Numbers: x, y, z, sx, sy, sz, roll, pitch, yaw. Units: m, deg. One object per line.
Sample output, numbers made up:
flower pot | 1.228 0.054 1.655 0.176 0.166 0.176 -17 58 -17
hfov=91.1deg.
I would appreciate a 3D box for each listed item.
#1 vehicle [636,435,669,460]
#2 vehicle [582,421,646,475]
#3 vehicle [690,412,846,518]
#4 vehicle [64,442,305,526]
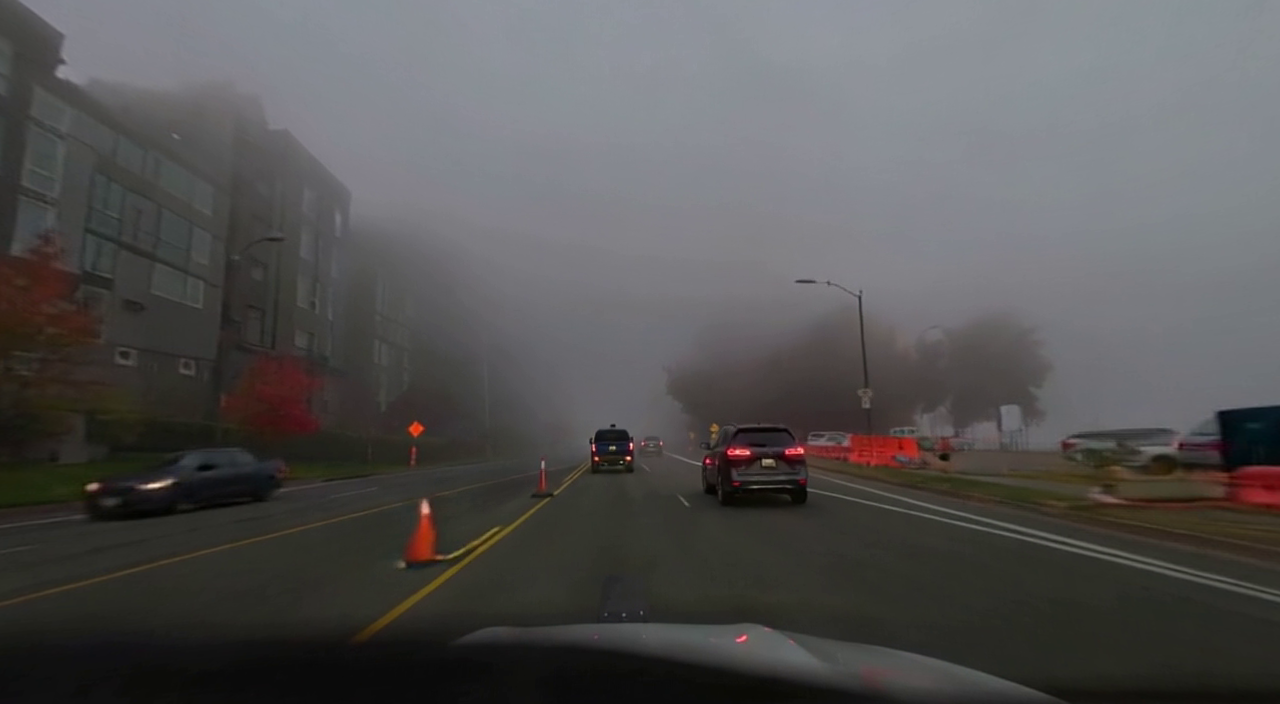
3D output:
vehicle | 0.895 7.555 49.600 2.187 1.835 5.471 0 -8 -3
vehicle | -1.243 4.632 30.475 2.762 2.309 6.723 0 -8 -2
vehicle | 2.444 2.369 13.744 2.120 1.828 5.531 0 -8 -2
vehicle | -9.515 2.745 13.694 1.997 1.512 4.322 0 -8 0
